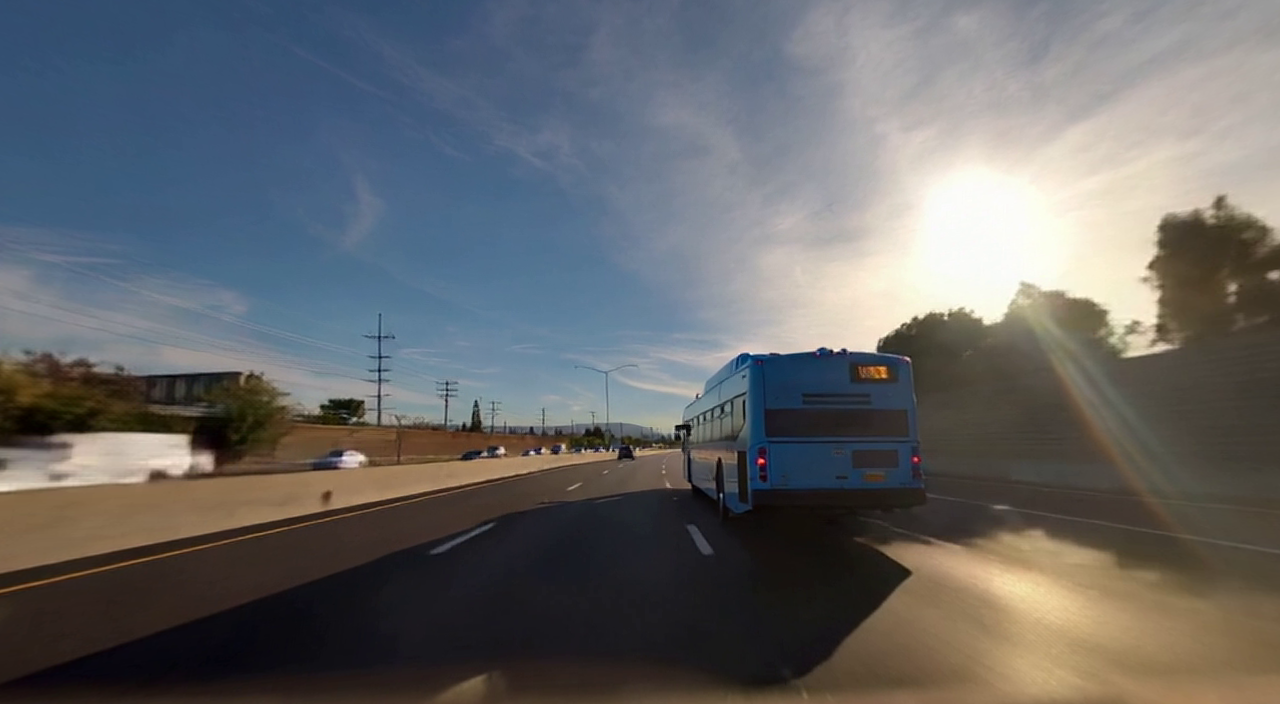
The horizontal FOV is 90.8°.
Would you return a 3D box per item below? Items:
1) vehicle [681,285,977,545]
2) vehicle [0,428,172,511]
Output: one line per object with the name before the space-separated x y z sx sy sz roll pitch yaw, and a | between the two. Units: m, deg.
vehicle | 3.040 1.904 16.001 3.144 3.580 14.591 0 -8 1
vehicle | -15.653 3.002 16.568 2.263 1.881 5.692 0 -9 2
